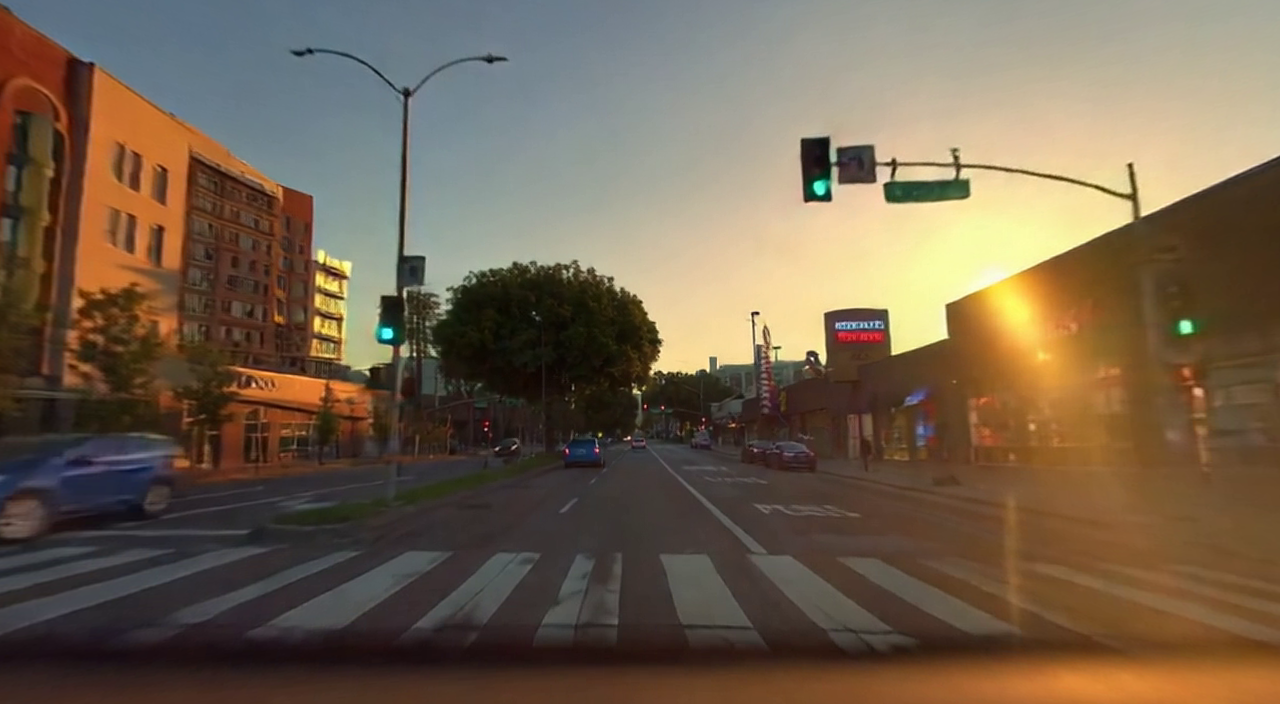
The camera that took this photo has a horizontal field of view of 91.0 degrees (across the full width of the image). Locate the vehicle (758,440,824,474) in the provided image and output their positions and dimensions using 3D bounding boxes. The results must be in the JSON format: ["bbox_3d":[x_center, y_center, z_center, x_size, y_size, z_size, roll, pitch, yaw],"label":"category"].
[{"bbox_3d":[7.277,5.060,30.779,1.968,1.493,4.878,0,-8,-1],"label":"vehicle"}]

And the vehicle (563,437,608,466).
[{"bbox_3d":[-2.921,5.454,34.549,2.078,1.471,4.217,0,-8,0],"label":"vehicle"}]
